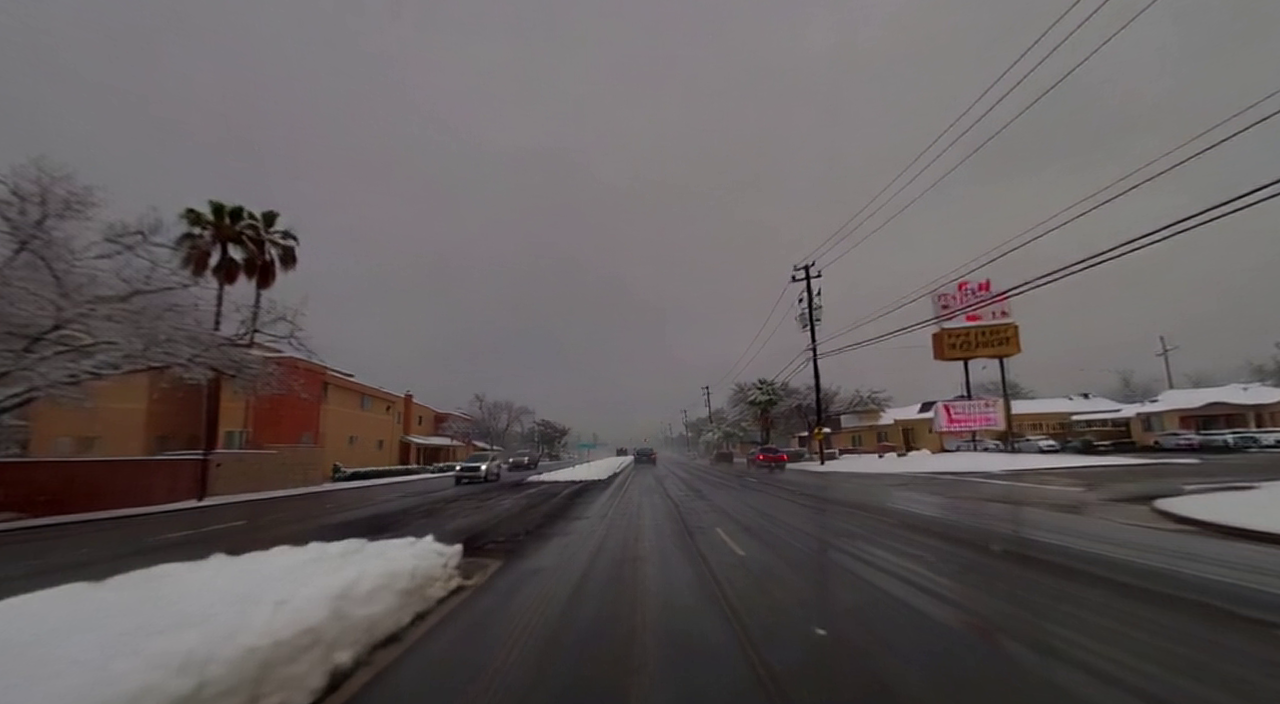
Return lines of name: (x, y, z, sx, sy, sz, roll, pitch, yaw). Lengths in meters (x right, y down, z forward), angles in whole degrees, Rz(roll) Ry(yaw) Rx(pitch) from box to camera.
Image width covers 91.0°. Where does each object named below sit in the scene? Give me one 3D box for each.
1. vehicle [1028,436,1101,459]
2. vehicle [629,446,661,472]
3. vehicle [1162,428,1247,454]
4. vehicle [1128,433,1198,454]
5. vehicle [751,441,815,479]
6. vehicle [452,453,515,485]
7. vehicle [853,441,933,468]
vehicle: (33.183, 7.507, 49.289, 4.194, 1.724, 1.946, -1, -9, 2)
vehicle: (0.387, 7.357, 43.563, 2.138, 1.702, 4.168, 0, -9, 1)
vehicle: (43.959, 6.955, 49.188, 2.178, 1.910, 4.805, 0, -8, 2)
vehicle: (41.292, 7.264, 49.878, 1.840, 1.574, 4.197, 0, -8, -2)
vehicle: (7.121, 5.428, 31.917, 2.252, 1.718, 4.617, 0, -9, 1)
vehicle: (-8.303, 6.230, 33.817, 2.158, 1.532, 4.609, 0, -9, 1)
vehicle: (18.856, 7.624, 47.019, 5.097, 1.689, 1.958, -2, -6, 0)
